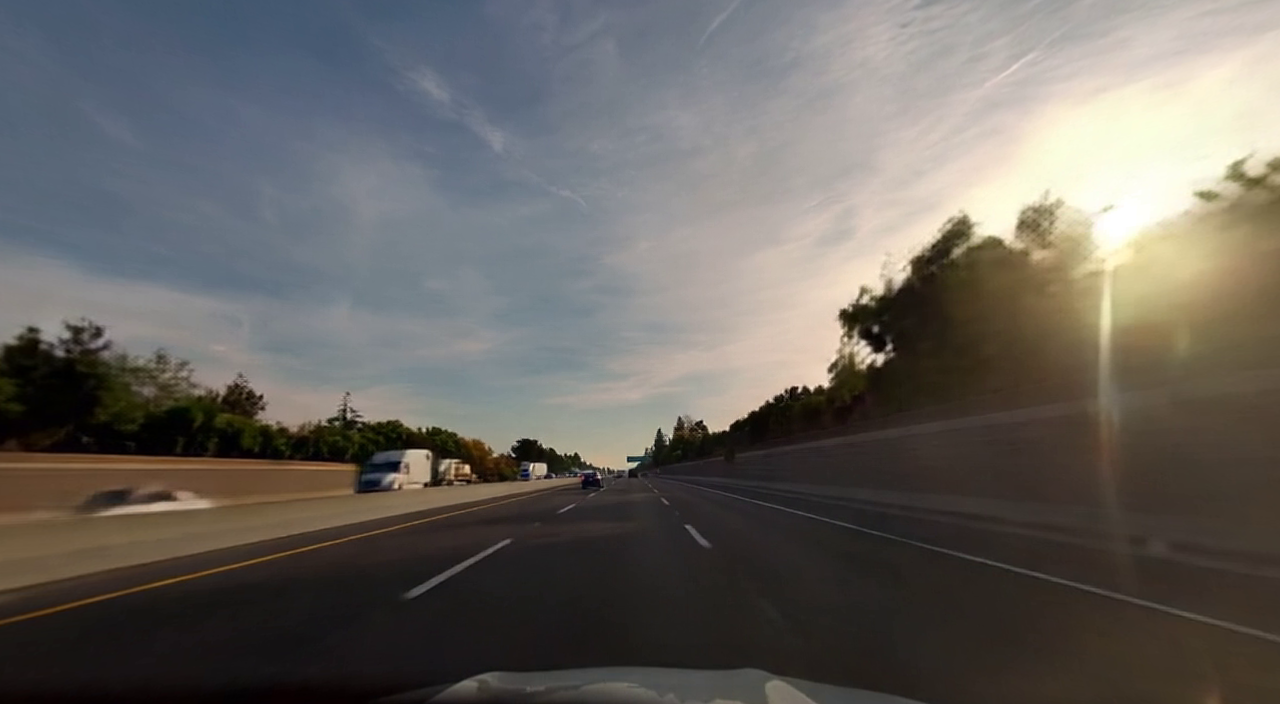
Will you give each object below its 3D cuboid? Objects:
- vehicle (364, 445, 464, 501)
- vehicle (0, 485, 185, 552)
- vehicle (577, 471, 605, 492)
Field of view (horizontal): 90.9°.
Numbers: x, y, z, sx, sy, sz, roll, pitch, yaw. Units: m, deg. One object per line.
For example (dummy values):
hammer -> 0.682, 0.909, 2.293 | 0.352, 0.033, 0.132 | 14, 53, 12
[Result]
vehicle -> -17.143, 9.416, 49.177 | 3.031, 3.715, 12.365 | 1, -11, 0
vehicle -> -15.372, 4.493, 17.491 | 2.025, 1.444, 4.483 | 1, -11, 1
vehicle -> -3.701, 9.793, 47.768 | 1.863, 1.486, 3.852 | 1, -11, -1
